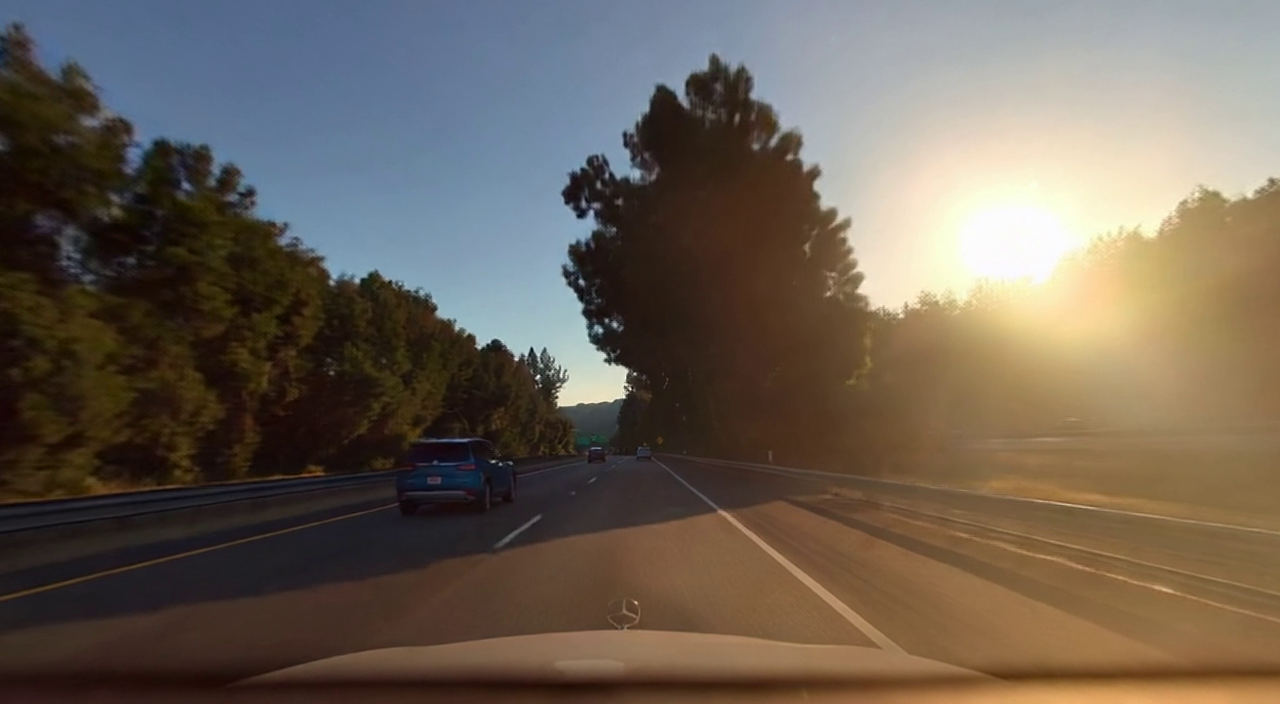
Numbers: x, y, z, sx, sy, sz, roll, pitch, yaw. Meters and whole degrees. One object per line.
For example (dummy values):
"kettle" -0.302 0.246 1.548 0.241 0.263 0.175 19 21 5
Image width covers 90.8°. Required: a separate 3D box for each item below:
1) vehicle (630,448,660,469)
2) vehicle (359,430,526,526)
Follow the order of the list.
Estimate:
"vehicle" 0.295 7.598 45.293 2.046 1.452 4.407 0 -9 -1
"vehicle" -3.850 2.531 13.230 2.100 1.667 4.223 0 -9 0
